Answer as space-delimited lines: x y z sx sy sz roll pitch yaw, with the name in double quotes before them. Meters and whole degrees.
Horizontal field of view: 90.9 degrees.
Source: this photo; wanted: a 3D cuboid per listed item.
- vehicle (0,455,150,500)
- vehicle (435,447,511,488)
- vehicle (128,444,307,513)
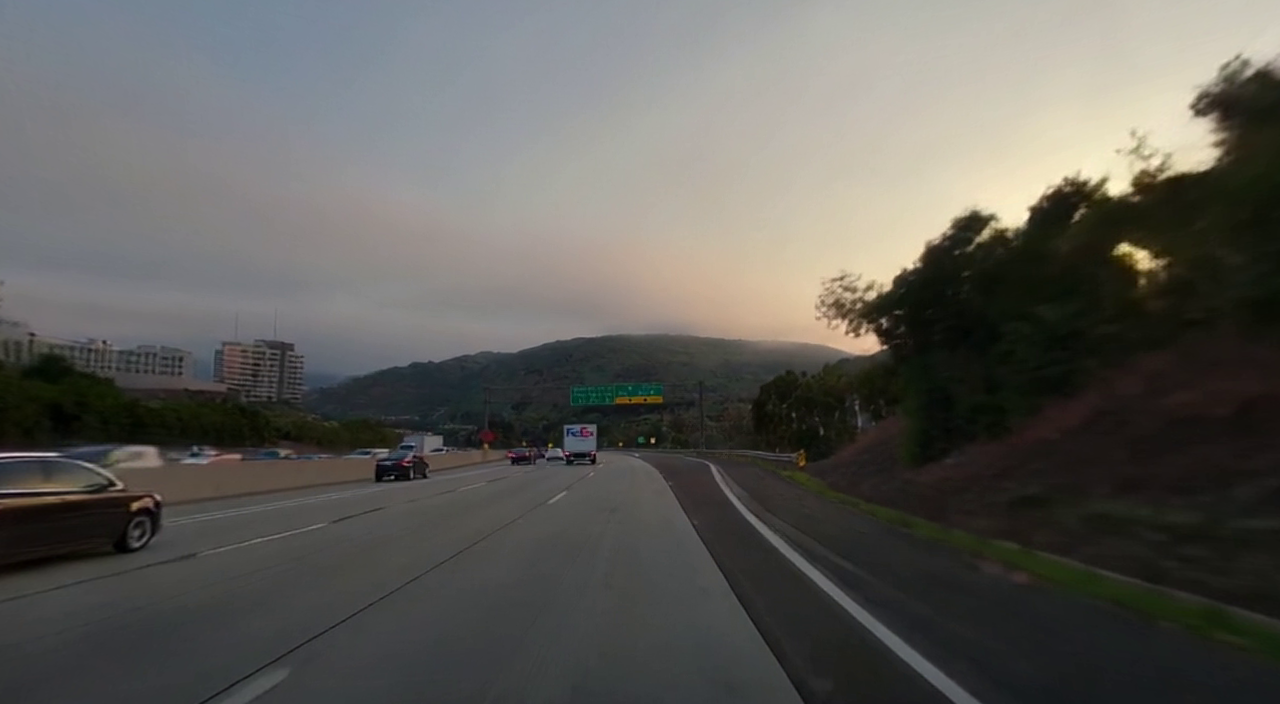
"vehicle" -21.443 4.710 24.141 1.845 1.464 4.386 0 -8 0
"vehicle" -7.789 5.423 29.929 2.294 1.710 4.436 1 -8 1
"vehicle" -11.645 3.449 17.857 1.931 1.692 4.443 0 -8 1
